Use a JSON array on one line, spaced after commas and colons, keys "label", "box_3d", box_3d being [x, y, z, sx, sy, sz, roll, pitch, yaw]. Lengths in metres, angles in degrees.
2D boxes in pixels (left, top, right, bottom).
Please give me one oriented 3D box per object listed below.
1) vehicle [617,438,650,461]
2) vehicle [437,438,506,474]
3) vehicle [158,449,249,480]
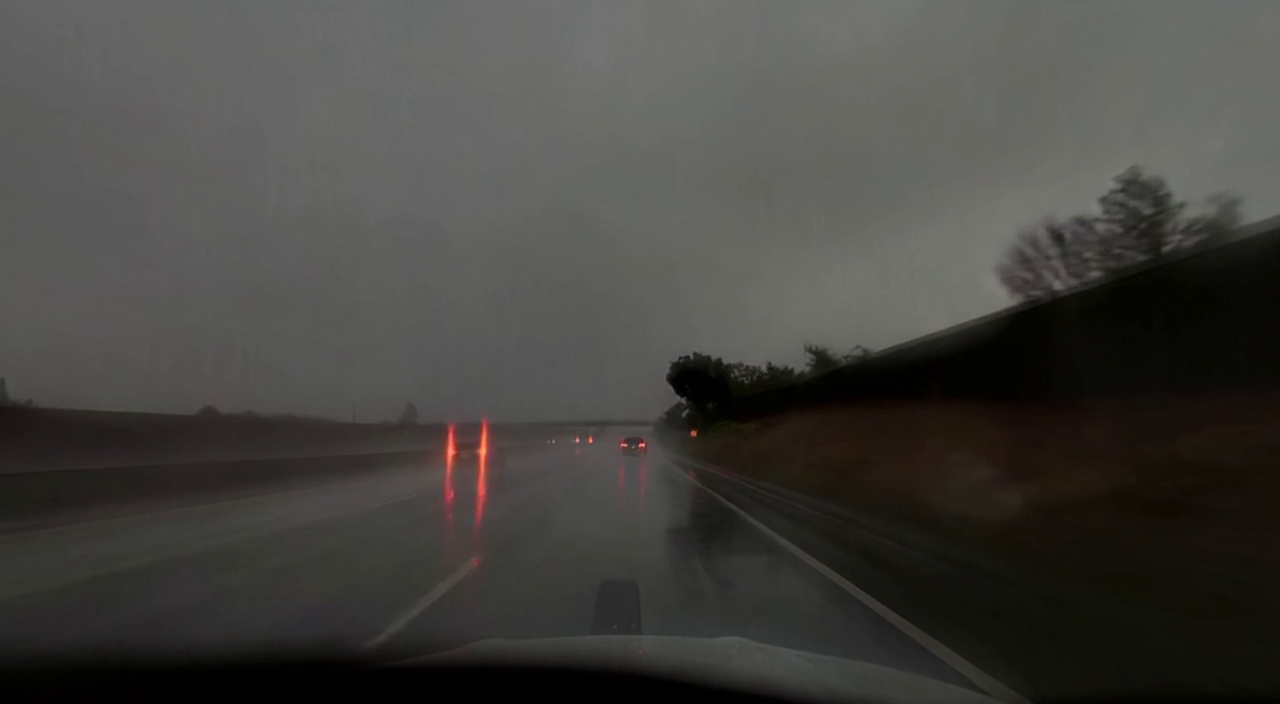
[{"label": "vehicle", "box_3d": [-0.448, 6.460, 41.785, 2.072, 1.440, 3.690, 0, -8, -1]}, {"label": "vehicle", "box_3d": [-7.702, 4.775, 29.229, 1.939, 1.504, 4.727, 0, -8, -1]}, {"label": "vehicle", "box_3d": [-27.693, 7.114, 40.214, 2.075, 1.787, 5.238, 0, -8, -1]}]
